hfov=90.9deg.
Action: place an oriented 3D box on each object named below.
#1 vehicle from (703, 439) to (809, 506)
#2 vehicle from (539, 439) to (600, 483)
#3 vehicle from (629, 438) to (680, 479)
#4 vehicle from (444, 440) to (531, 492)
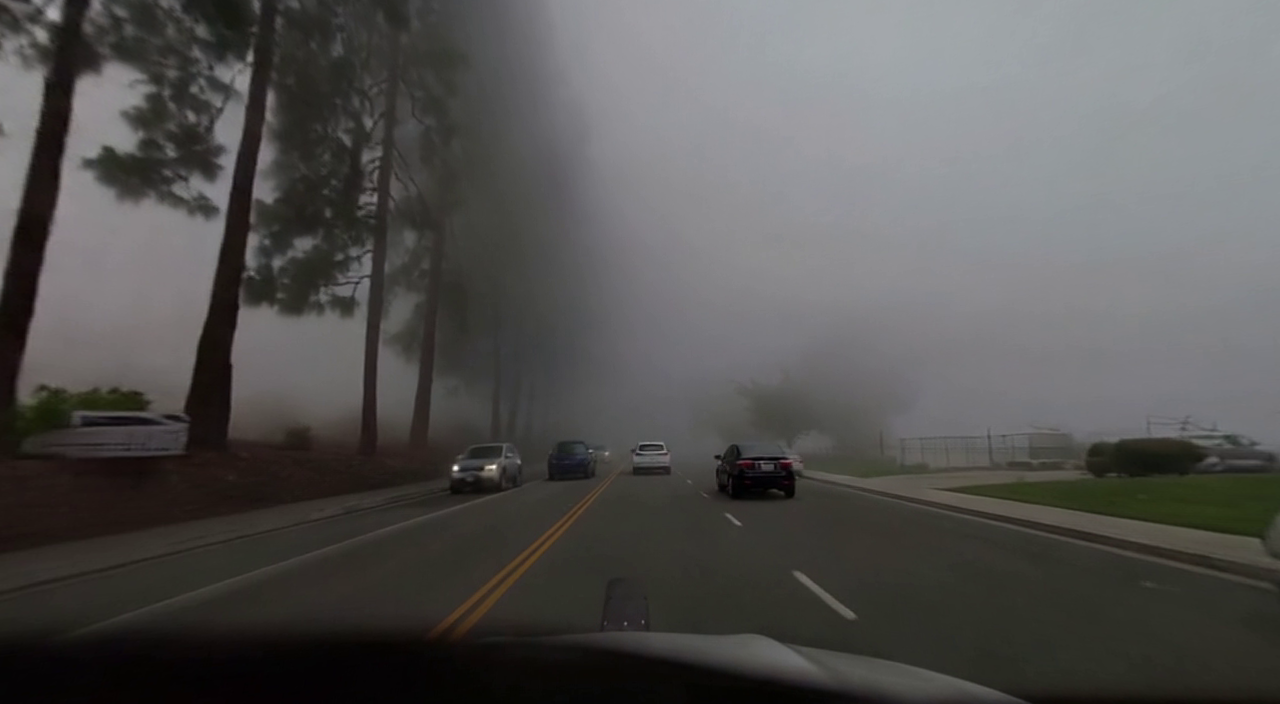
[{"bbox_3d":[2.888,3.098,16.685,1.991,1.536,4.116,0,-9,-1],"label":"vehicle"},{"bbox_3d":[-2.904,4.576,26.816,2.065,1.708,4.311,0,-9,1],"label":"vehicle"},{"bbox_3d":[0.600,4.673,27.874,2.105,1.653,3.887,0,-9,0],"label":"vehicle"},{"bbox_3d":[-5.648,4.289,24.107,2.132,1.769,4.760,0,-9,0],"label":"vehicle"}]
